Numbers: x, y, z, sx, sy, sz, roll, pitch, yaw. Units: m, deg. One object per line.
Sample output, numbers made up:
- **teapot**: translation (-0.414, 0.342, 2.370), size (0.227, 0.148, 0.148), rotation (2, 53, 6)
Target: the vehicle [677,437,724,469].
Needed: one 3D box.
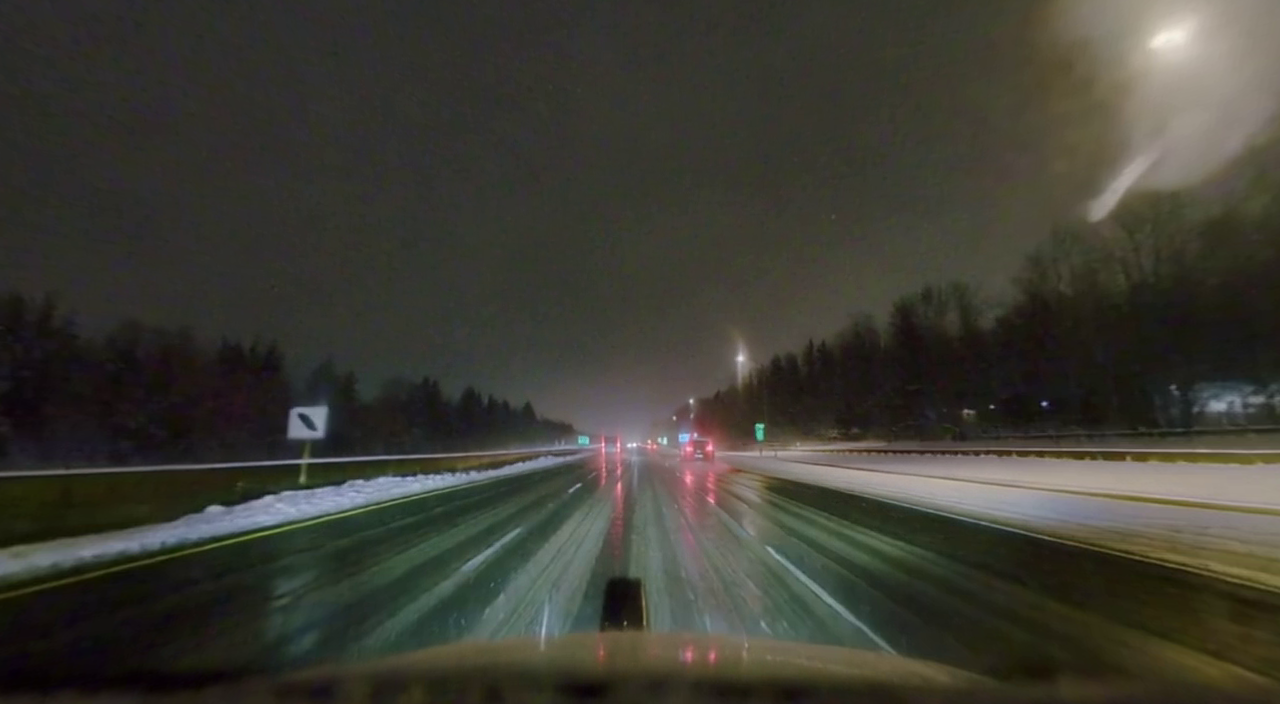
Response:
- **vehicle**: translation (3.300, 5.595, 34.982), size (2.202, 1.682, 4.188), rotation (0, -8, 0)
